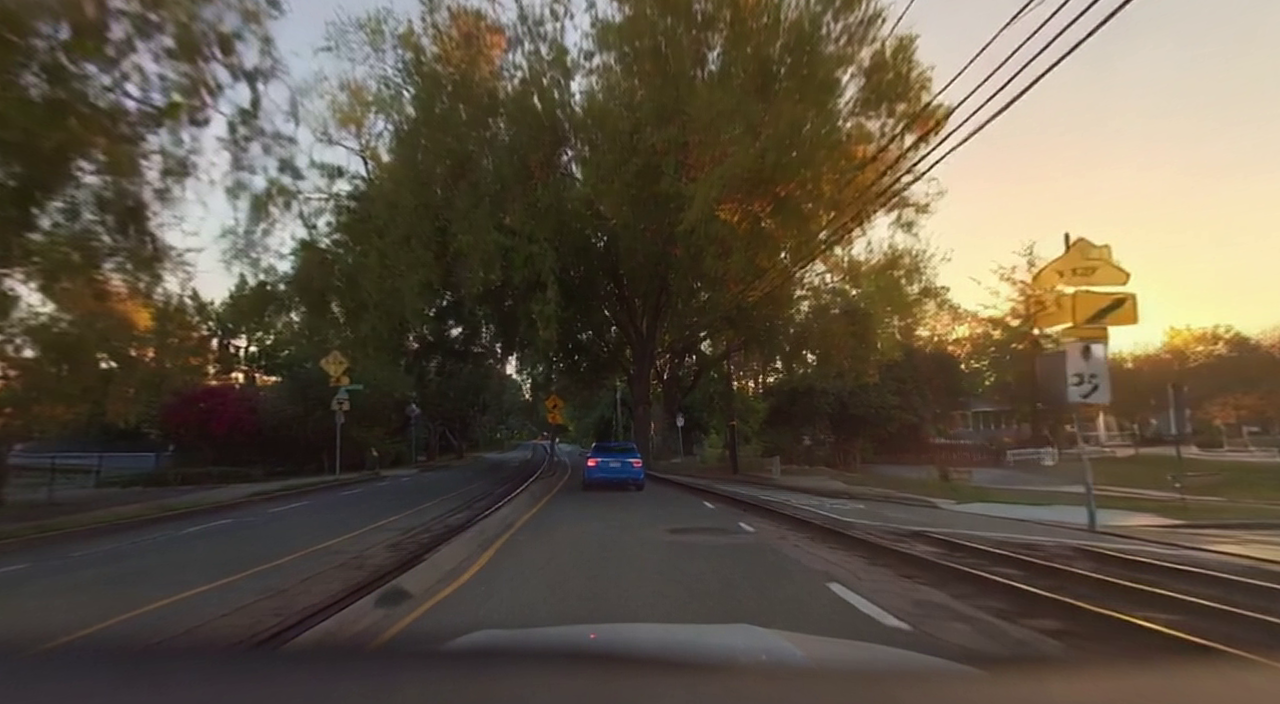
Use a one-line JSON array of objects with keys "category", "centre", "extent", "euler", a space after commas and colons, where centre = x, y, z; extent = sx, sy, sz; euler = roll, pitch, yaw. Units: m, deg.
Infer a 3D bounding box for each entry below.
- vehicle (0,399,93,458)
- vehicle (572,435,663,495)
[{"category": "vehicle", "centre": [-32.146, 4.076, 33.039], "extent": [2.983, 2.816, 7.042], "euler": [3, -9, -21]}, {"category": "vehicle", "centre": [-0.761, 3.180, 18.175], "extent": [2.295, 1.510, 4.364], "euler": [1, -8, -5]}]
